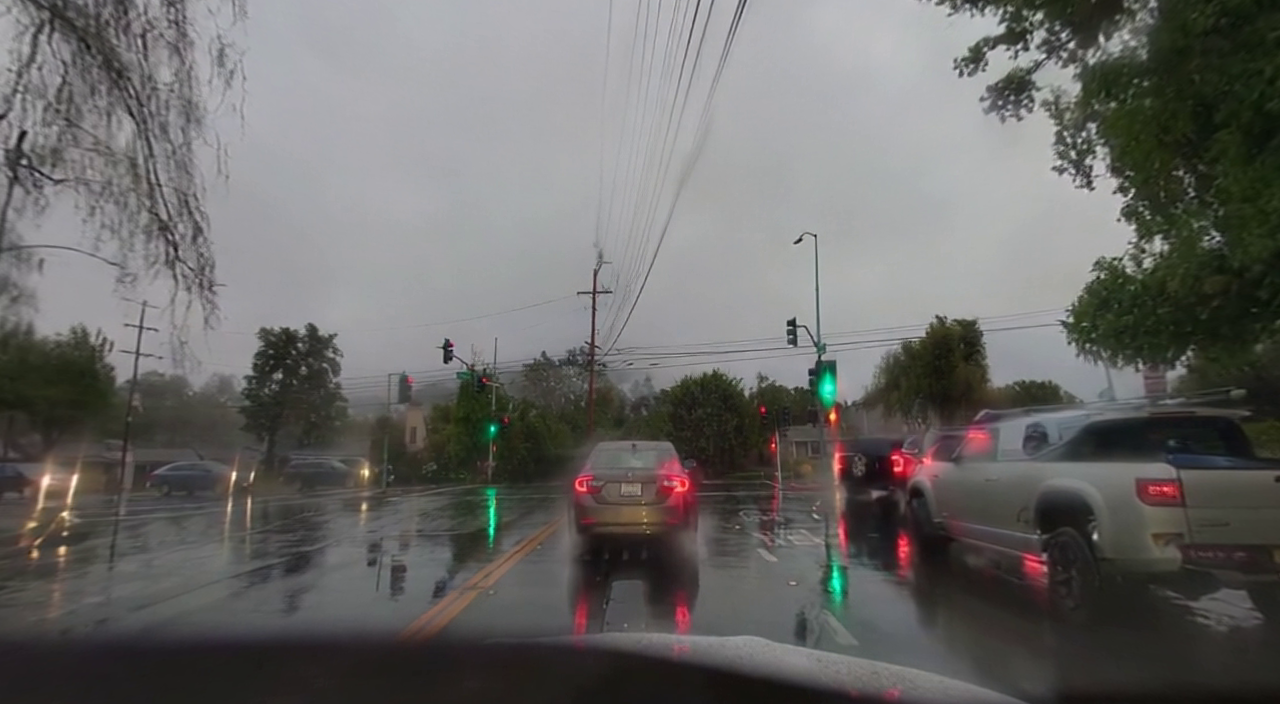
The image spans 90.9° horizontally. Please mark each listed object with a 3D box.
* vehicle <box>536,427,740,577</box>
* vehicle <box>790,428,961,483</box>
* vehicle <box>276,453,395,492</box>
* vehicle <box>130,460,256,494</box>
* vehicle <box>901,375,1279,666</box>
[{"bbox_3d":[0.039,1.871,8.765,2.078,1.506,4.512,0,-8,2],"label":"vehicle"},{"bbox_3d":[9.081,4.054,24.860,5.857,2.016,2.273,-1,-8,7],"label":"vehicle"},{"bbox_3d":[-13.806,5.428,28.683,4.485,1.625,1.980,-2,-9,10],"label":"vehicle"},{"bbox_3d":[-21.003,5.844,29.680,4.736,1.475,1.921,-2,-9,9],"label":"vehicle"},{"bbox_3d":[4.614,1.417,6.474,2.095,1.836,4.895,-1,-8,5],"label":"vehicle"}]
